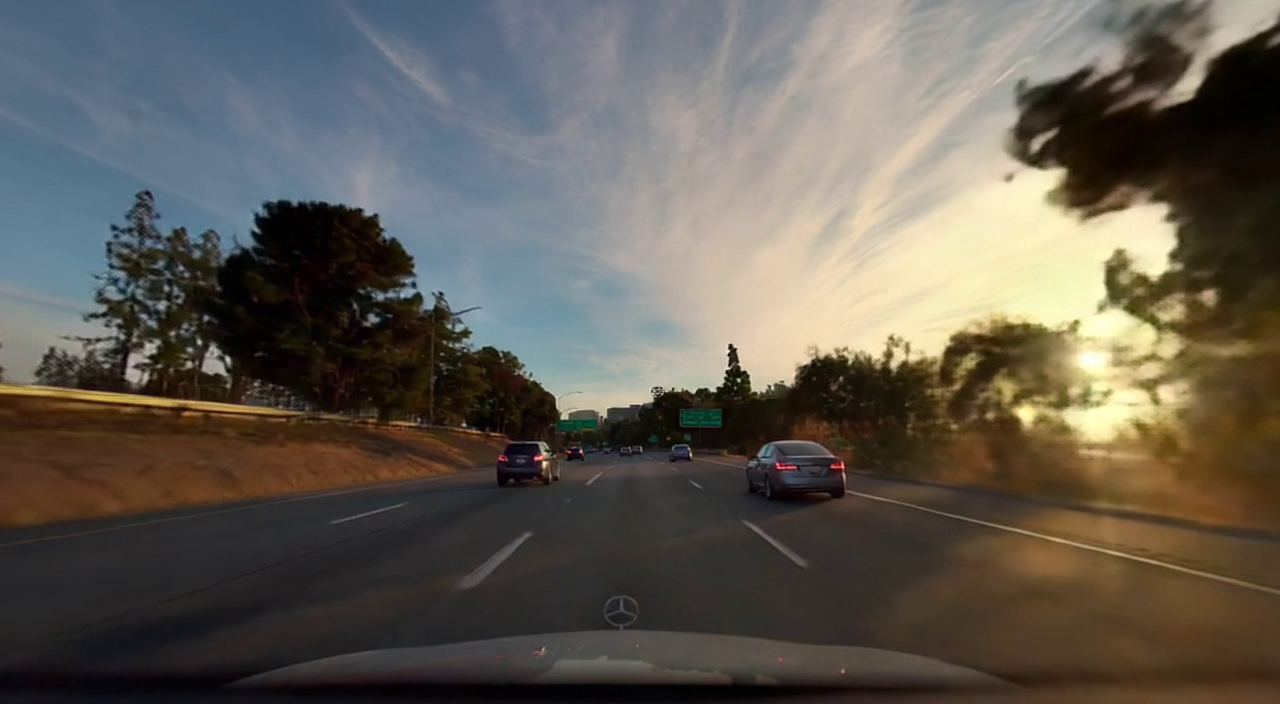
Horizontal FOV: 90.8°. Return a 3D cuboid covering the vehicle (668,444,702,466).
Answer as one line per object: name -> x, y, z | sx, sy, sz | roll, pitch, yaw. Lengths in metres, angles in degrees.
vehicle -> 3.217, 7.393, 45.541 | 2.021, 1.447, 3.985 | 0, -9, -2

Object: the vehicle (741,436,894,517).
vehicle -> 3.598, 2.603, 13.737 | 1.947, 1.437, 4.345 | 0, -9, -2

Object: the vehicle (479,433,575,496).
vehicle -> -3.416, 3.514, 20.100 | 2.244, 1.755, 4.417 | 0, -9, 0
